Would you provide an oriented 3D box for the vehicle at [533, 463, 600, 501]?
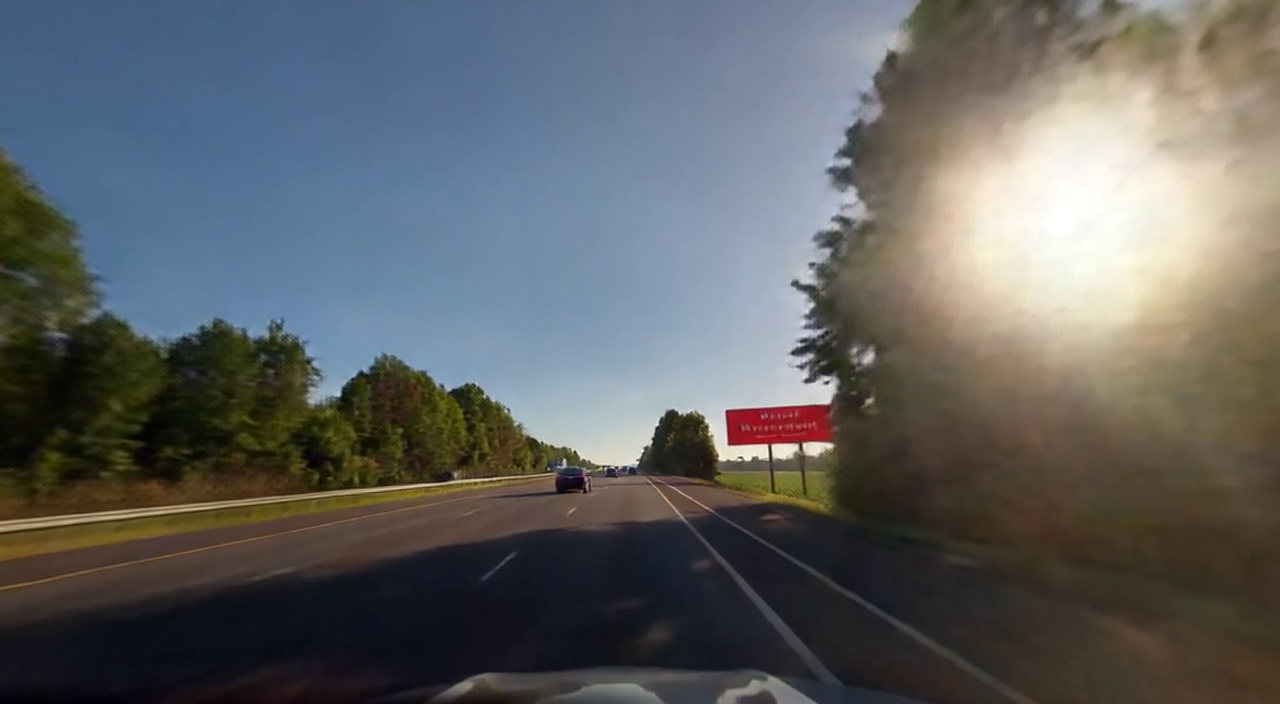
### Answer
[{"bbox_3d":[-2.975,5.418,26.513,2.183,1.435,4.653,0,-10,1],"label":"vehicle"}]
